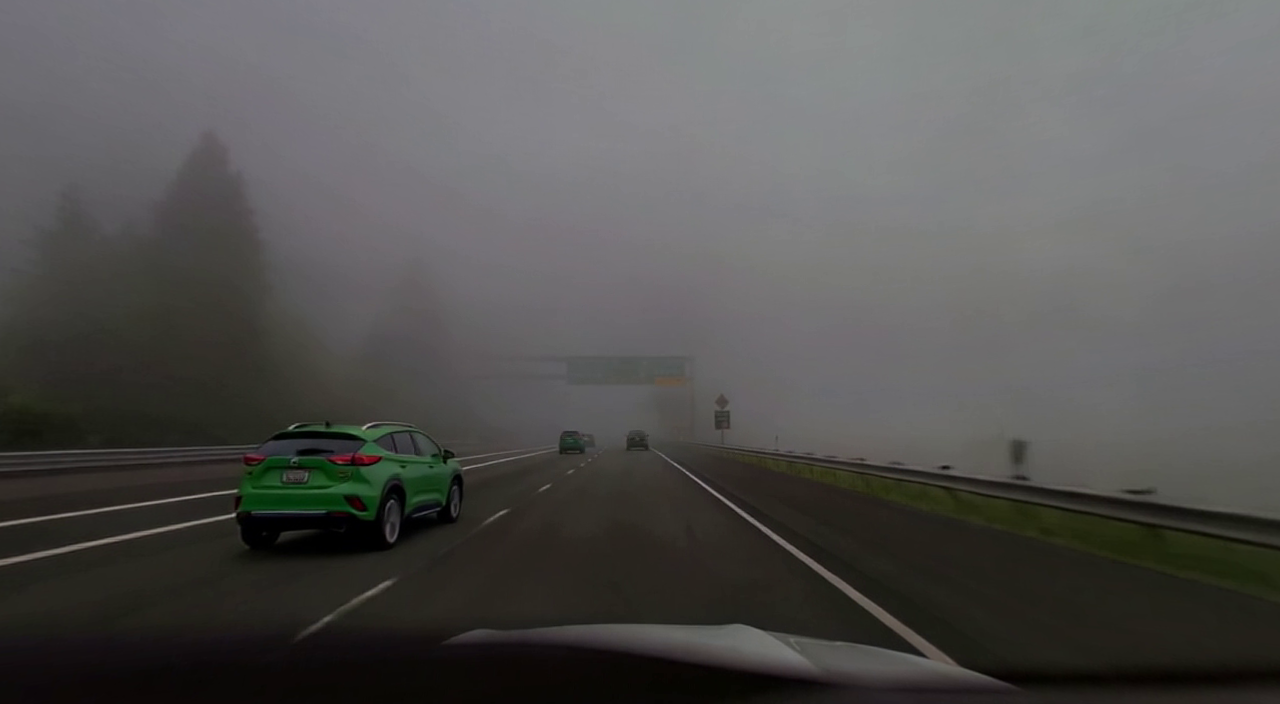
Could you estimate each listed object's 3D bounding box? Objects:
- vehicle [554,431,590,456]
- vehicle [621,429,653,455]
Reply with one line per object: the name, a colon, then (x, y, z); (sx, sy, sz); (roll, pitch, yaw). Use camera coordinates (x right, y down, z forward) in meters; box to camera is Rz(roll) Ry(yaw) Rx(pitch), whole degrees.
vehicle: (-4.546, 6.161, 42.671); (2.055, 1.610, 4.116); (0, -8, 0)
vehicle: (-0.219, 6.475, 45.517); (2.170, 1.790, 4.490); (0, -8, -1)
